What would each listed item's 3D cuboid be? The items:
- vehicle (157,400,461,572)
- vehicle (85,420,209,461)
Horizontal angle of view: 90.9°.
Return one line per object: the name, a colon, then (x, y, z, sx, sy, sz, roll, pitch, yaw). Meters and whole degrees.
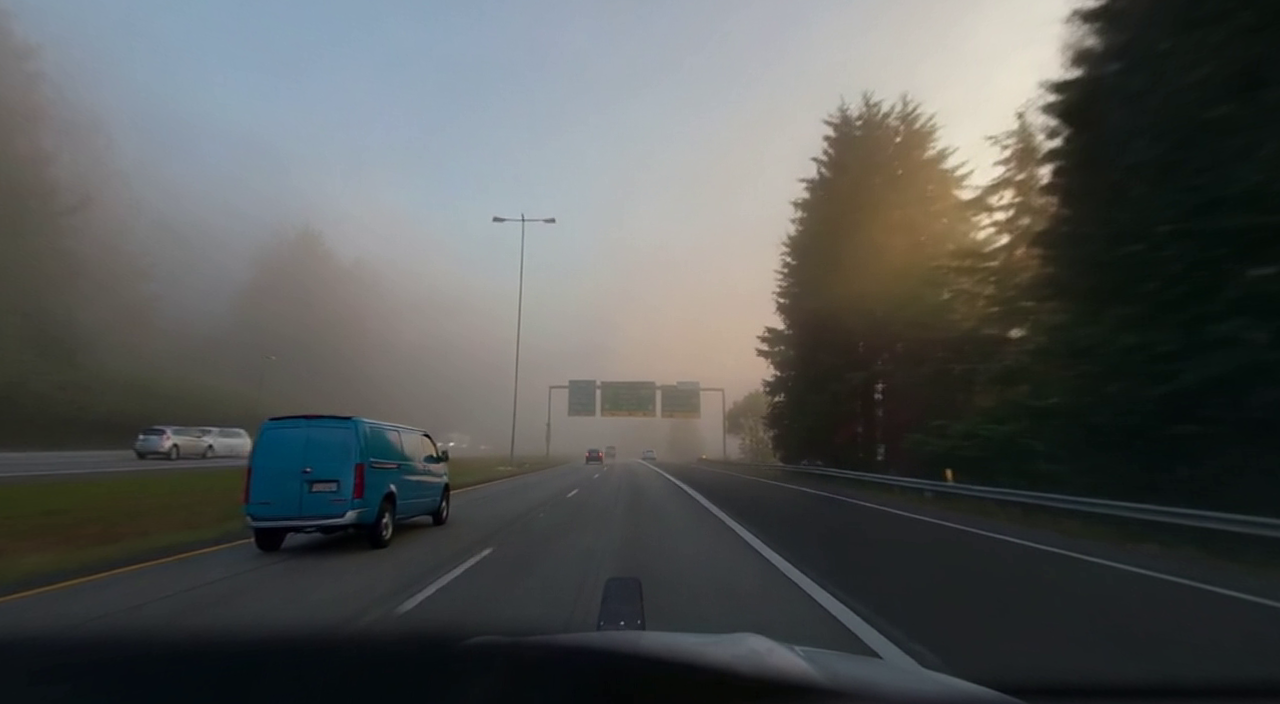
vehicle: (-4.126, 1.753, 8.925, 1.971, 1.795, 4.389, 0, -9, -2)
vehicle: (-19.235, 3.507, 24.813, 1.879, 1.492, 3.607, 0, -9, 0)
